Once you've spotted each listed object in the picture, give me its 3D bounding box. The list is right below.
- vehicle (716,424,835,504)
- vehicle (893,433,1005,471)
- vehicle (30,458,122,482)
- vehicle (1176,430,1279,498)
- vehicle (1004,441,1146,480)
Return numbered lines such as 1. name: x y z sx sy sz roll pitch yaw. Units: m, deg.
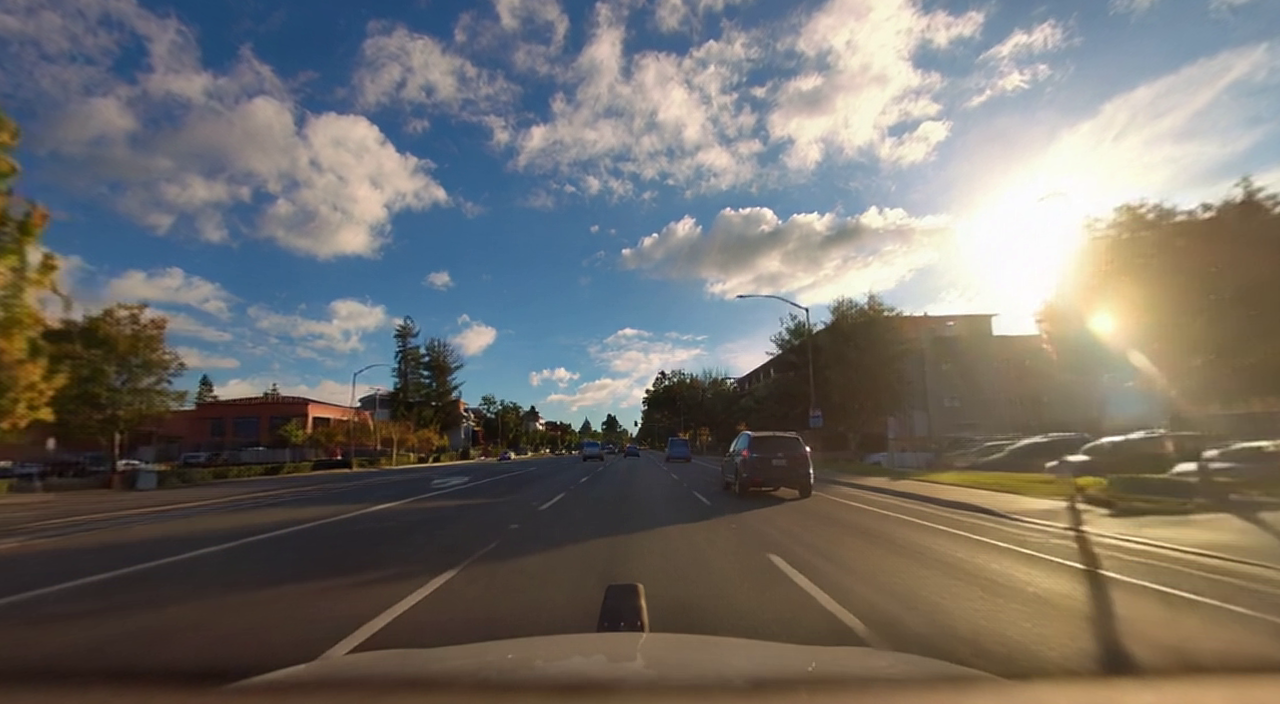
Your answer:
1. vehicle: 3.356 2.881 16.611 2.060 1.816 4.343 0 -9 -1
2. vehicle: 15.805 5.125 32.456 4.682 1.635 2.053 -2 -9 -6
3. vehicle: -41.739 8.737 46.832 4.663 1.660 2.182 0 -9 0
4. vehicle: 18.038 3.048 17.455 4.970 1.700 2.108 2 -9 -11
5. vehicle: 16.742 4.161 24.414 4.203 1.424 2.077 2 -9 -11
